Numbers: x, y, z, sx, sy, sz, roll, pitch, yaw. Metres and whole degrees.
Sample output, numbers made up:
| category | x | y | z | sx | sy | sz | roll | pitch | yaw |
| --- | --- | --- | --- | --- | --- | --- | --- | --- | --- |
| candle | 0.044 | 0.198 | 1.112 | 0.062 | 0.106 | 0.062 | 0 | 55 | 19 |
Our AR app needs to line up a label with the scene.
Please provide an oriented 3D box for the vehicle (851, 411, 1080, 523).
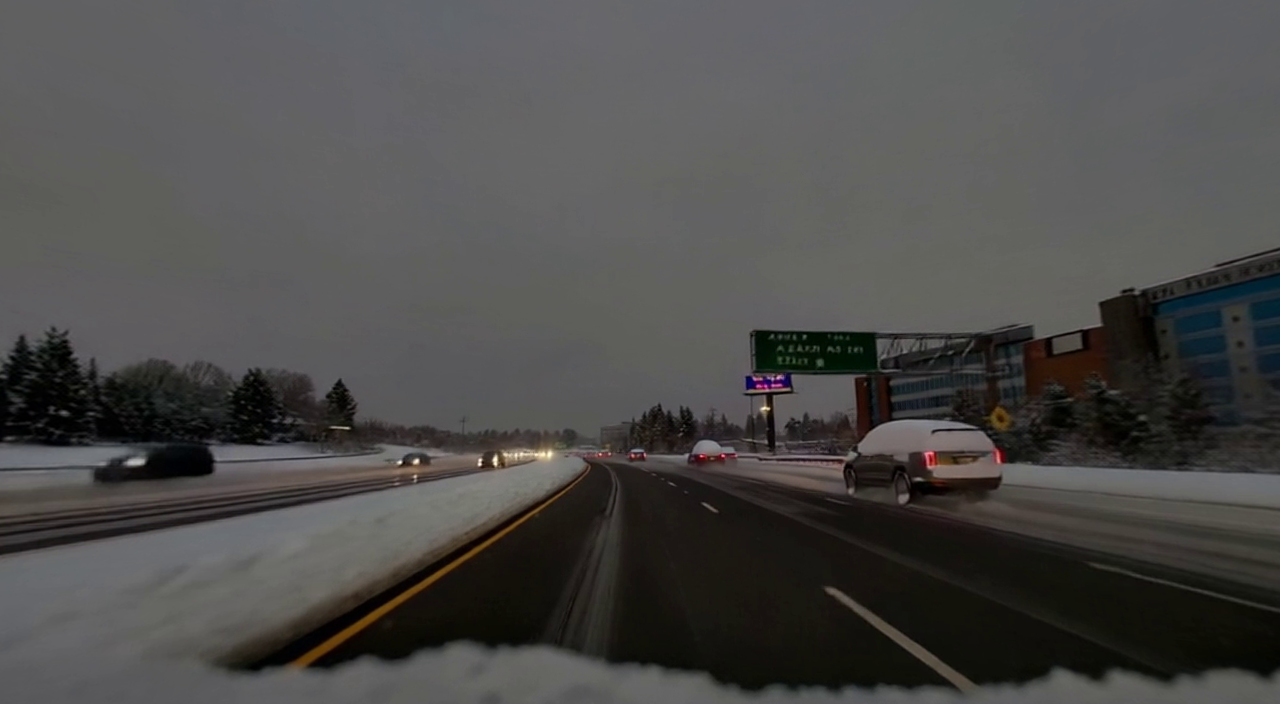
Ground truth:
| category | x | y | z | sx | sy | sz | roll | pitch | yaw |
| --- | --- | --- | --- | --- | --- | --- | --- | --- | --- |
| vehicle | 6.600 | 2.417 | 13.715 | 2.181 | 1.952 | 4.973 | 0 | -9 | -2 |

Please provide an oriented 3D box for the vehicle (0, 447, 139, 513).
| category | x | y | z | sx | sy | sz | roll | pitch | yaw |
| --- | --- | --- | --- | --- | --- | --- | --- | --- | --- |
| vehicle | -16.992 | 3.493 | 17.677 | 2.079 | 1.623 | 4.775 | 0 | -9 | -1 |

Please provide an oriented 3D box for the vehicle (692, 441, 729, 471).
| category | x | y | z | sx | sy | sz | roll | pitch | yaw |
| --- | --- | --- | --- | --- | --- | --- | --- | --- | --- |
| vehicle | 5.424 | 8.072 | 49.096 | 2.043 | 2.154 | 4.731 | 1 | -9 | -4 |
